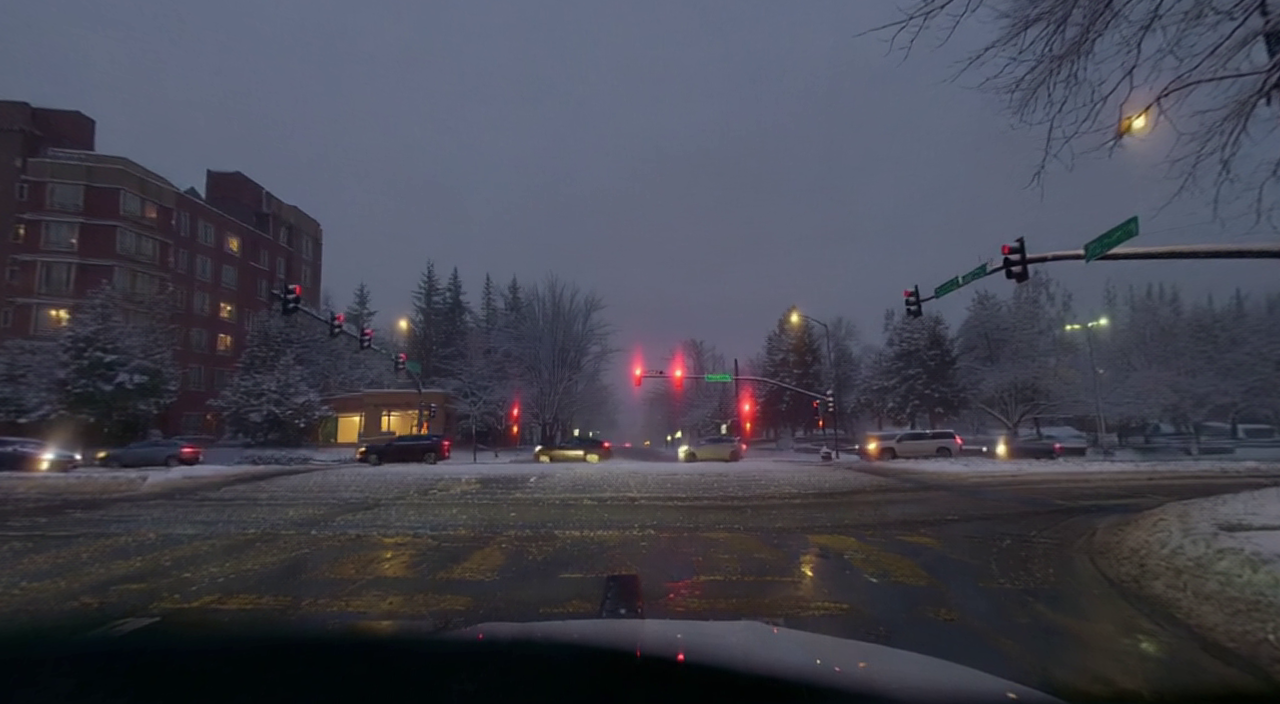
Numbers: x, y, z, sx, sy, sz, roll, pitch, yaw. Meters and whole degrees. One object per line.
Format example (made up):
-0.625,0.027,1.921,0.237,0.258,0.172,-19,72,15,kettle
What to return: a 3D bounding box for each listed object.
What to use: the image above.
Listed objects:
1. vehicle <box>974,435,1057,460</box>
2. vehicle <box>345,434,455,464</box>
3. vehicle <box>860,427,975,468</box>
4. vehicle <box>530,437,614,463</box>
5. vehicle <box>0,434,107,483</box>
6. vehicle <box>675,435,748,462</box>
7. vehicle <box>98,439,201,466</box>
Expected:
23.887,6.078,40.289,4.100,1.509,1.853,0,-9,0,vehicle
-15.276,6.190,40.421,6.133,1.833,2.155,-1,-9,1,vehicle
13.035,4.486,29.777,4.662,1.764,2.064,2,-9,-18,vehicle
-3.969,5.777,37.264,4.724,1.452,1.870,0,-9,1,vehicle
-21.956,3.715,22.154,4.624,1.593,2.018,0,-9,0,vehicle
4.584,6.238,41.020,4.488,1.667,1.869,-1,-9,1,vehicle
-28.687,5.872,37.017,4.519,1.476,1.767,0,-9,0,vehicle
